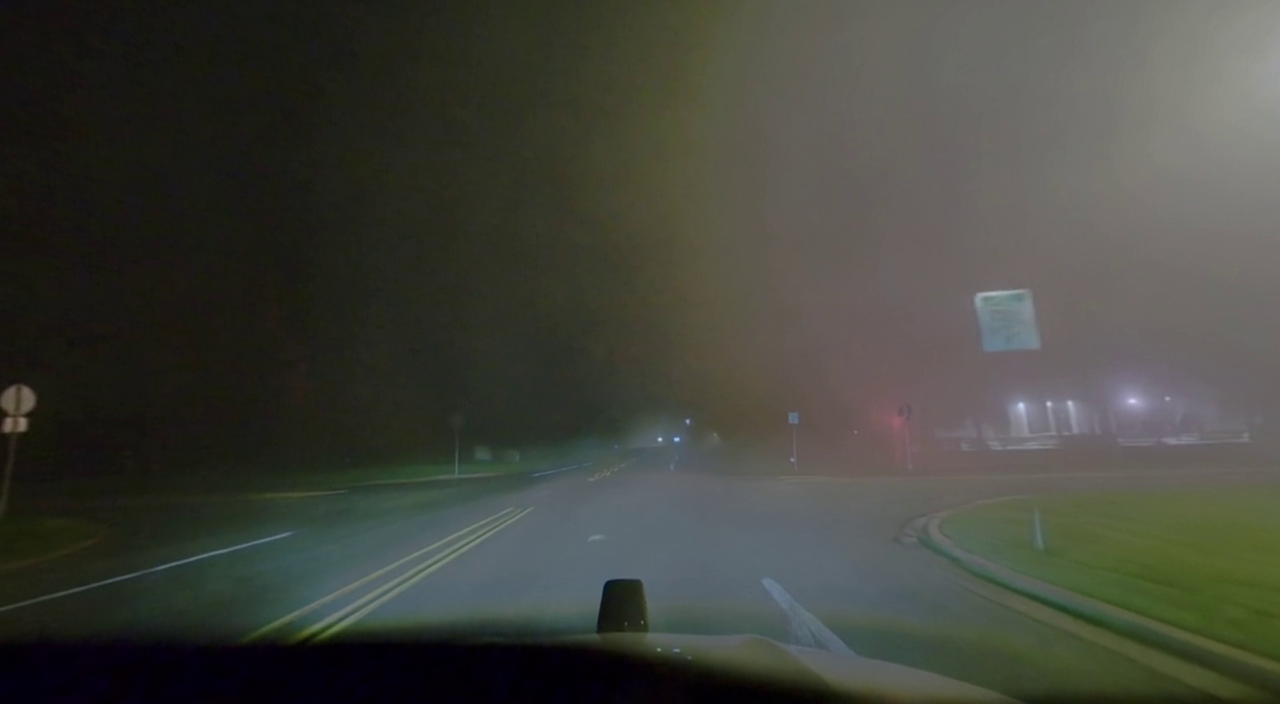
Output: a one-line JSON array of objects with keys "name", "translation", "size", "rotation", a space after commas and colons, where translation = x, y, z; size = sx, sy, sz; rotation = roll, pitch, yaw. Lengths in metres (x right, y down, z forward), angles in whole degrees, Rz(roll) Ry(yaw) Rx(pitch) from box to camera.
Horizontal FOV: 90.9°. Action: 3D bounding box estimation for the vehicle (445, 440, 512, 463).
[{"name": "vehicle", "translation": [-12.679, 7.816, 49.685], "size": [4.702, 1.761, 1.978], "rotation": [0, -8, 3]}]
